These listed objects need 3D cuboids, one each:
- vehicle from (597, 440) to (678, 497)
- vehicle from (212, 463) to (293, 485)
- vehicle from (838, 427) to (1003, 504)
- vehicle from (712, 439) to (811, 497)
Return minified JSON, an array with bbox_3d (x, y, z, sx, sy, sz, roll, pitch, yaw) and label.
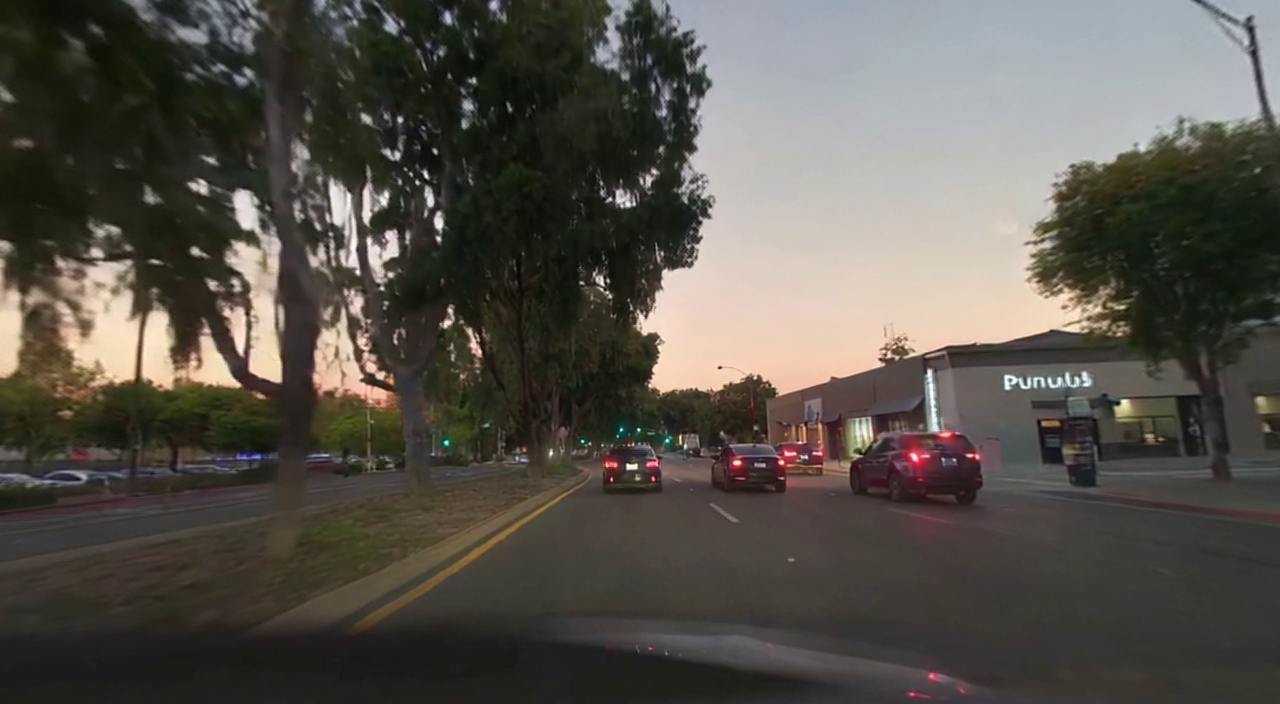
[{"bbox_3d":[-0.133,3.364,18.536,2.101,1.444,4.248,0,-9,-2],"label":"vehicle"},{"bbox_3d":[-28.187,8.889,46.012,4.693,1.499,1.838,-1,-9,1],"label":"vehicle"},{"bbox_3d":[7.116,2.948,16.763,2.052,1.708,4.842,0,-9,-1],"label":"vehicle"},{"bbox_3d":[3.438,3.385,18.768,1.993,1.477,4.240,0,-9,-1],"label":"vehicle"}]
